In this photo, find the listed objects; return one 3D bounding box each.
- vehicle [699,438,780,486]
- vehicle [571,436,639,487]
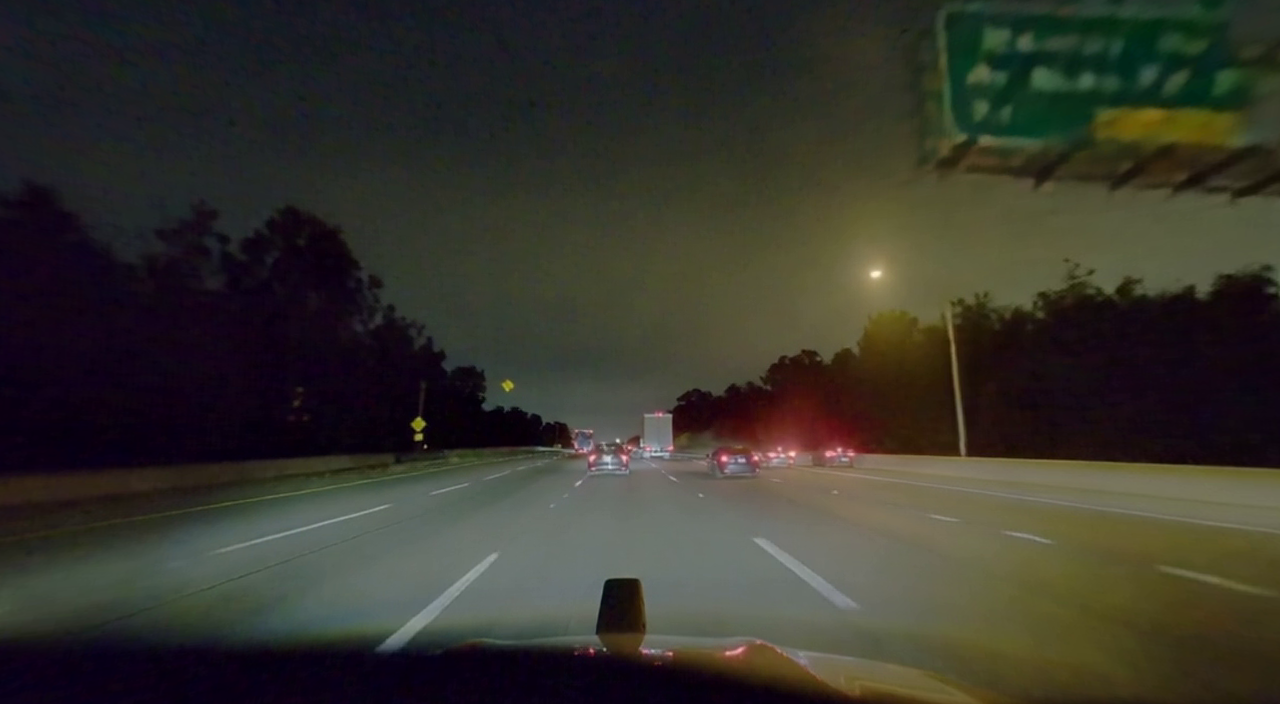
[{"bbox_3d":[3.348,3.797,22.110,1.971,1.472,4.301,0,-9,-2],"label":"vehicle"},{"bbox_3d":[-1.063,3.591,20.975,2.020,1.516,3.951,0,-9,0],"label":"vehicle"}]
